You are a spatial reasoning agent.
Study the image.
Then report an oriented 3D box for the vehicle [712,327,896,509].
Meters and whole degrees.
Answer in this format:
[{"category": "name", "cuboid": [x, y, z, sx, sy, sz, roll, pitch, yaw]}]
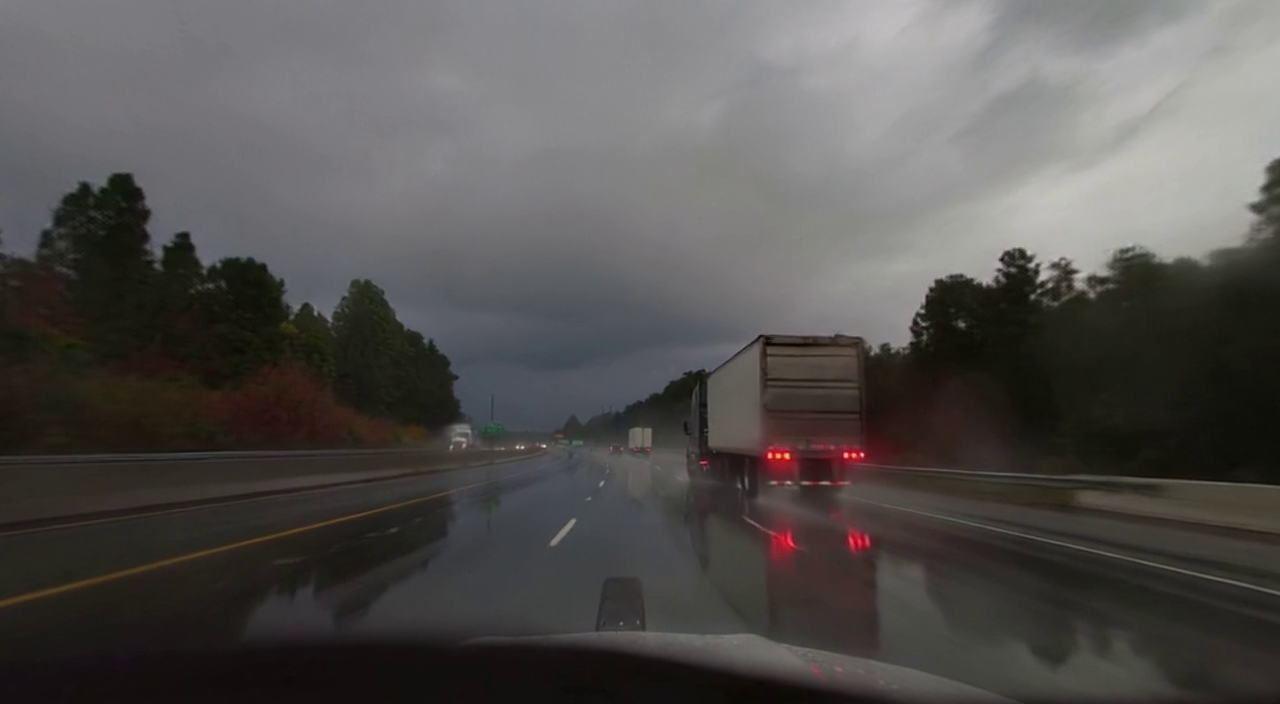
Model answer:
[{"category": "vehicle", "cuboid": [4.104, 2.082, 18.247, 2.826, 4.035, 8.369, 0, -9, -1]}]
